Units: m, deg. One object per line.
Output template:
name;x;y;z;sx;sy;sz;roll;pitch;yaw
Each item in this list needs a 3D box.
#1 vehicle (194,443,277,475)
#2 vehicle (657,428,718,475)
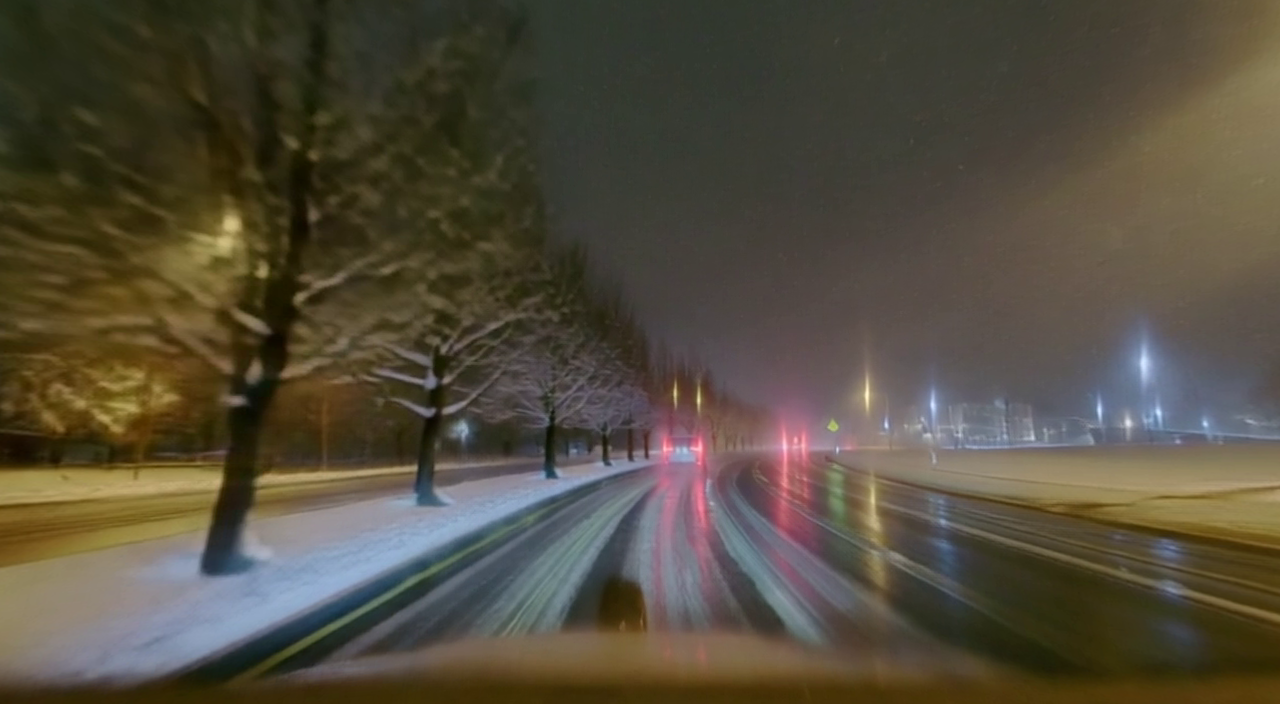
vehicle;-20.499;5.407;32.032;1.829;1.501;4.149;1;-8;-6
vehicle;2.322;4.564;29.088;2.371;1.926;5.615;-1;-8;8
